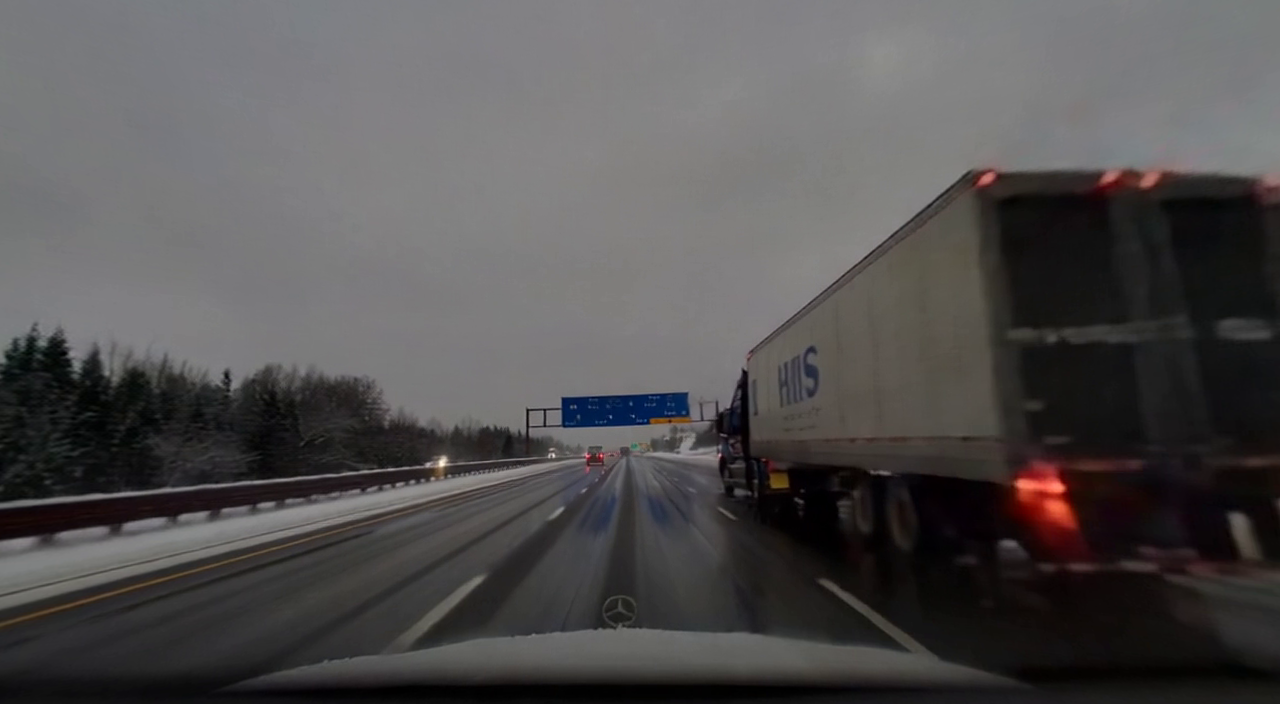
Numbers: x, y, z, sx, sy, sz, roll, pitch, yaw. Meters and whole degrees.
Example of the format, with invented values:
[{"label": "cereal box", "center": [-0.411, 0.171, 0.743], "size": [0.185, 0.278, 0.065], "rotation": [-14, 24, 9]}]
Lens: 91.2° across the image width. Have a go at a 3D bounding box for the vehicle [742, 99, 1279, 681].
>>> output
[{"label": "vehicle", "center": [4.065, 1.034, 9.767], "size": [2.823, 3.509, 12.118], "rotation": [0, -9, 0]}]
